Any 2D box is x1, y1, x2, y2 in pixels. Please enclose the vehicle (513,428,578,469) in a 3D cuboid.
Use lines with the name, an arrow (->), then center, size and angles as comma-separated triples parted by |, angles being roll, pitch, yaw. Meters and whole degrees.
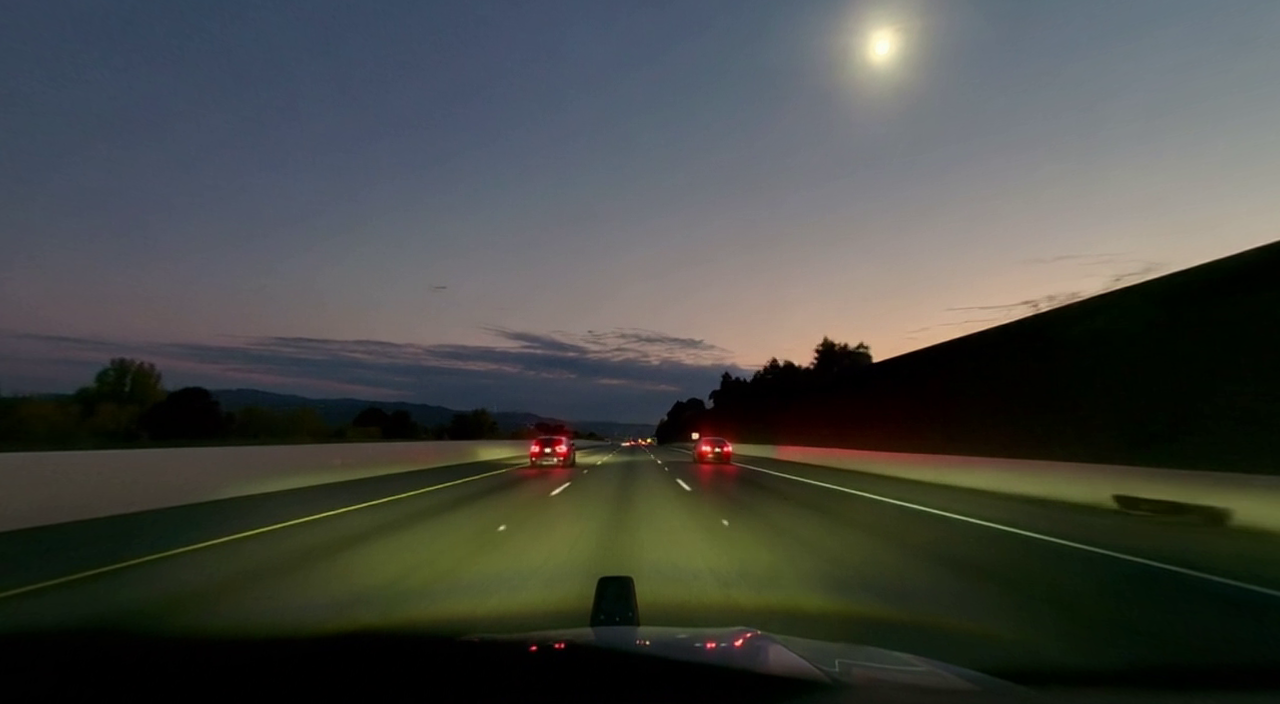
vehicle -> -4.104, 4.266, 27.958 | 2.219, 1.660, 4.153 | 0, -8, 0

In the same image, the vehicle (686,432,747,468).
vehicle -> 3.409, 4.463, 28.909 | 2.077, 1.523, 4.539 | 0, -8, -2
